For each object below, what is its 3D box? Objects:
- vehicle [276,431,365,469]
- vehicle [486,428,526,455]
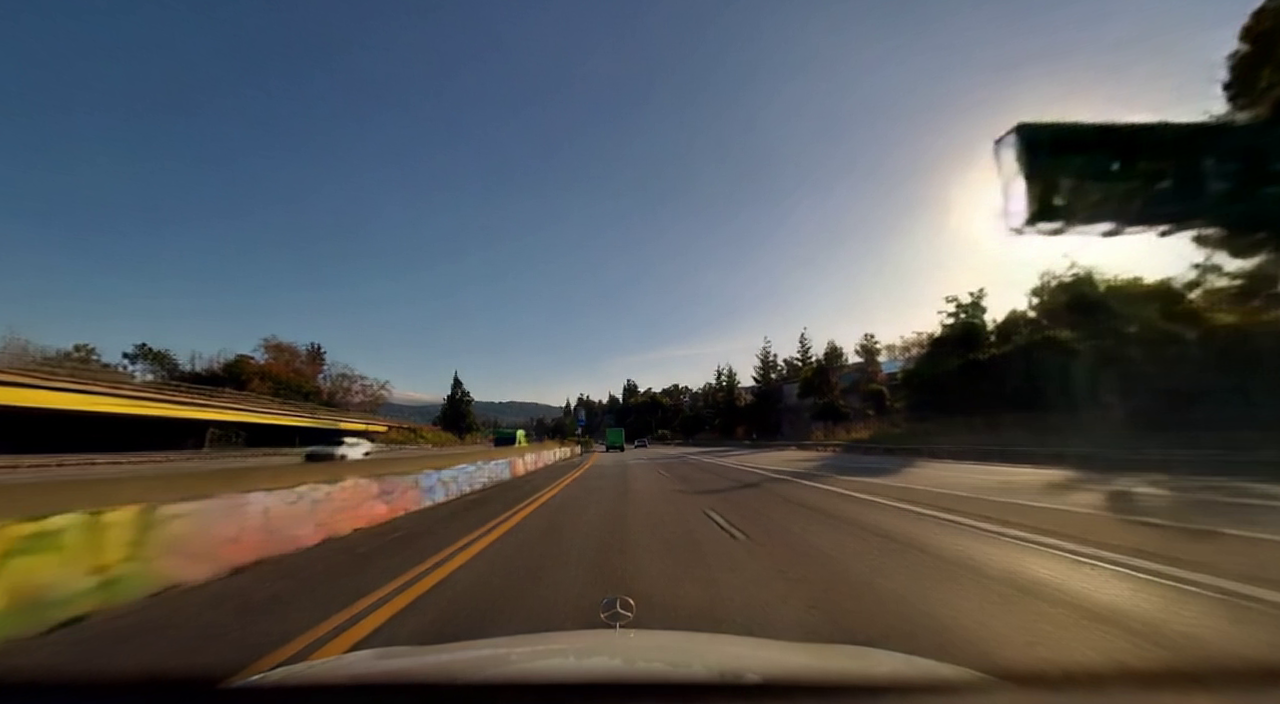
[{"bbox_3d":[-13.522,4.146,26.885,1.855,1.496,3.746,0,-8,-1],"label":"vehicle"},{"bbox_3d":[-10.281,6.917,48.702,2.106,1.901,5.107,0,-8,-2],"label":"vehicle"}]
